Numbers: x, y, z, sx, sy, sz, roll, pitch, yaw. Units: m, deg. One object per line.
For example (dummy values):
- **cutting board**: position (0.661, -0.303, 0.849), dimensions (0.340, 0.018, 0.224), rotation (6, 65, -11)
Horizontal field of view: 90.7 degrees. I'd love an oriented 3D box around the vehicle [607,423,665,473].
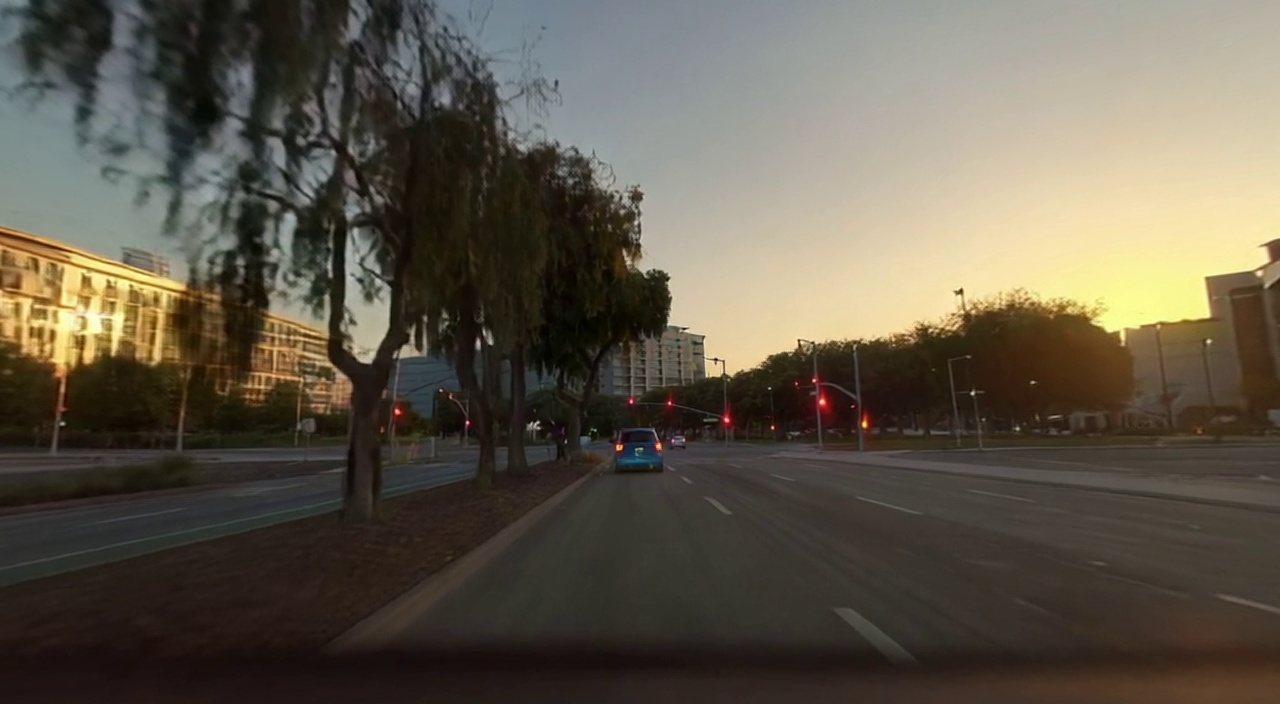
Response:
- **vehicle**: position (-0.203, 4.090, 26.994), dimensions (2.267, 1.926, 4.708), rotation (0, -9, -1)
